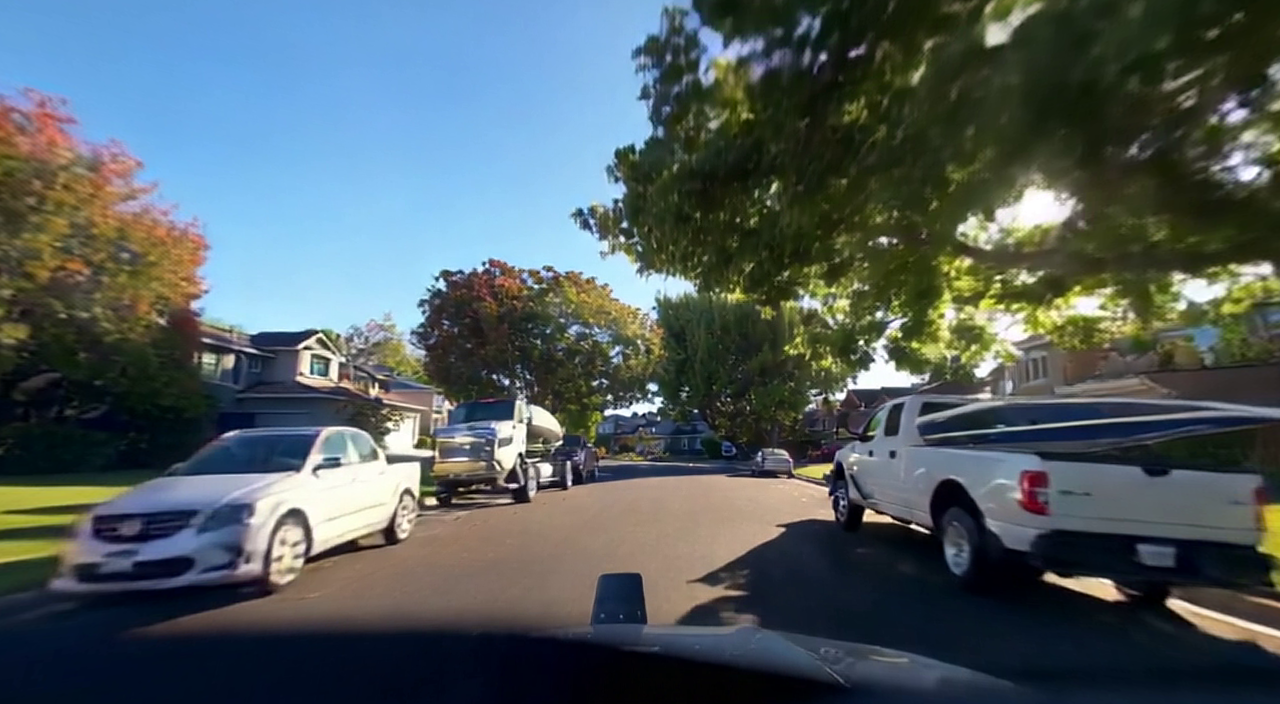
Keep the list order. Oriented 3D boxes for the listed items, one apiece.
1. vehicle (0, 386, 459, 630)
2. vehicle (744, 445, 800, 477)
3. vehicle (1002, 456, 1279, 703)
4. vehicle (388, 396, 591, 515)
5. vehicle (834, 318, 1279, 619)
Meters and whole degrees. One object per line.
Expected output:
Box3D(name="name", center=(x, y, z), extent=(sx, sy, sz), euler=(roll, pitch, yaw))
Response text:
Box3D(name="vehicle", center=(-3.844, 1.477, 6.998), extent=(2.052, 1.745, 4.737), euler=(-1, -9, 3))
Box3D(name="vehicle", center=(6.574, 5.468, 31.917), extent=(1.998, 1.489, 4.722), euler=(0, -9, 2))
Box3D(name="vehicle", center=(4.227, 1.124, 1.830), extent=(2.804, 1.336, 6.700), euler=(1, -7, 4))
Box3D(name="vehicle", center=(-3.157, 2.452, 15.247), extent=(2.632, 2.249, 6.179), euler=(-1, -9, 8))
Box3D(name="vehicle", center=(4.673, 1.395, 8.274), extent=(2.697, 2.558, 5.635), euler=(-1, -9, 3))
